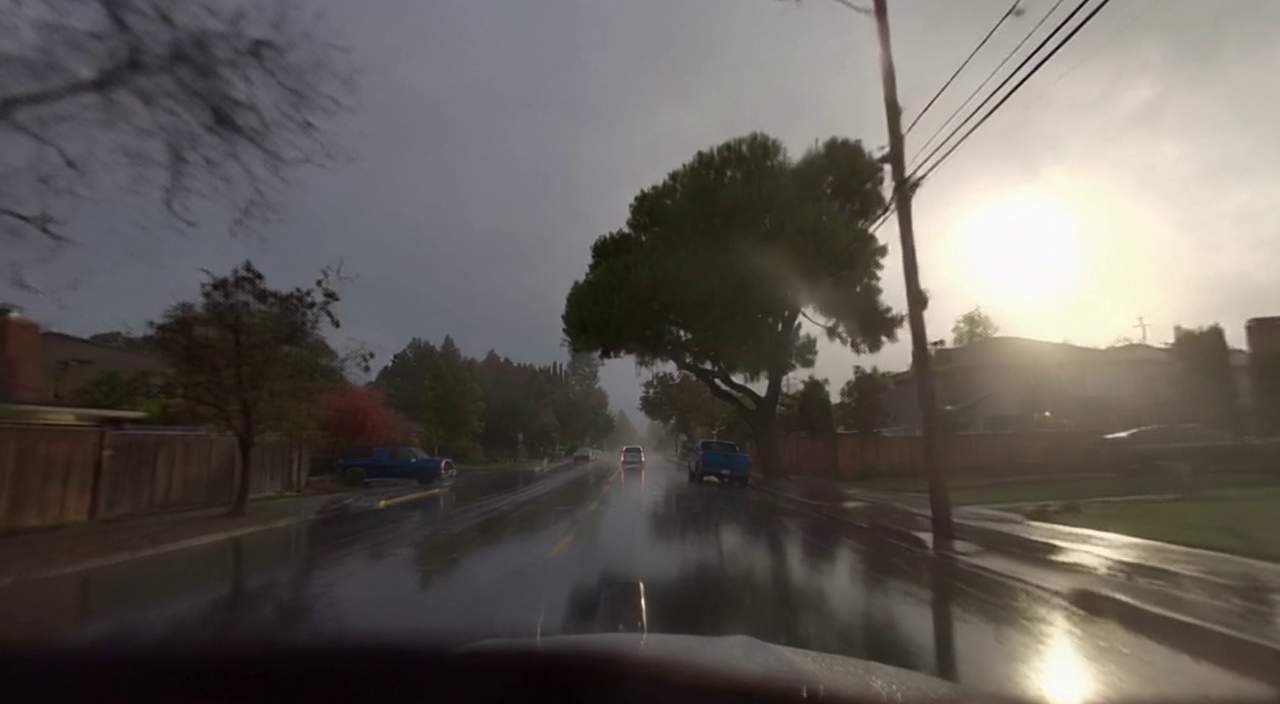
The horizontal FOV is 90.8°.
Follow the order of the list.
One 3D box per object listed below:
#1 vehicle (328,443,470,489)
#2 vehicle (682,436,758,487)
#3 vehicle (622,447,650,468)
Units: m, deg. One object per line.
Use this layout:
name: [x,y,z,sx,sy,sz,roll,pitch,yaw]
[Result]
vehicle: [-9.766,4.642,25.867,4.947,1.769,2.023,0,-9,2]
vehicle: [3.205,4.570,26.734,2.394,1.901,5.759,0,-9,-1]
vehicle: [-0.257,7.998,48.070,2.064,1.477,3.968,0,-9,0]
